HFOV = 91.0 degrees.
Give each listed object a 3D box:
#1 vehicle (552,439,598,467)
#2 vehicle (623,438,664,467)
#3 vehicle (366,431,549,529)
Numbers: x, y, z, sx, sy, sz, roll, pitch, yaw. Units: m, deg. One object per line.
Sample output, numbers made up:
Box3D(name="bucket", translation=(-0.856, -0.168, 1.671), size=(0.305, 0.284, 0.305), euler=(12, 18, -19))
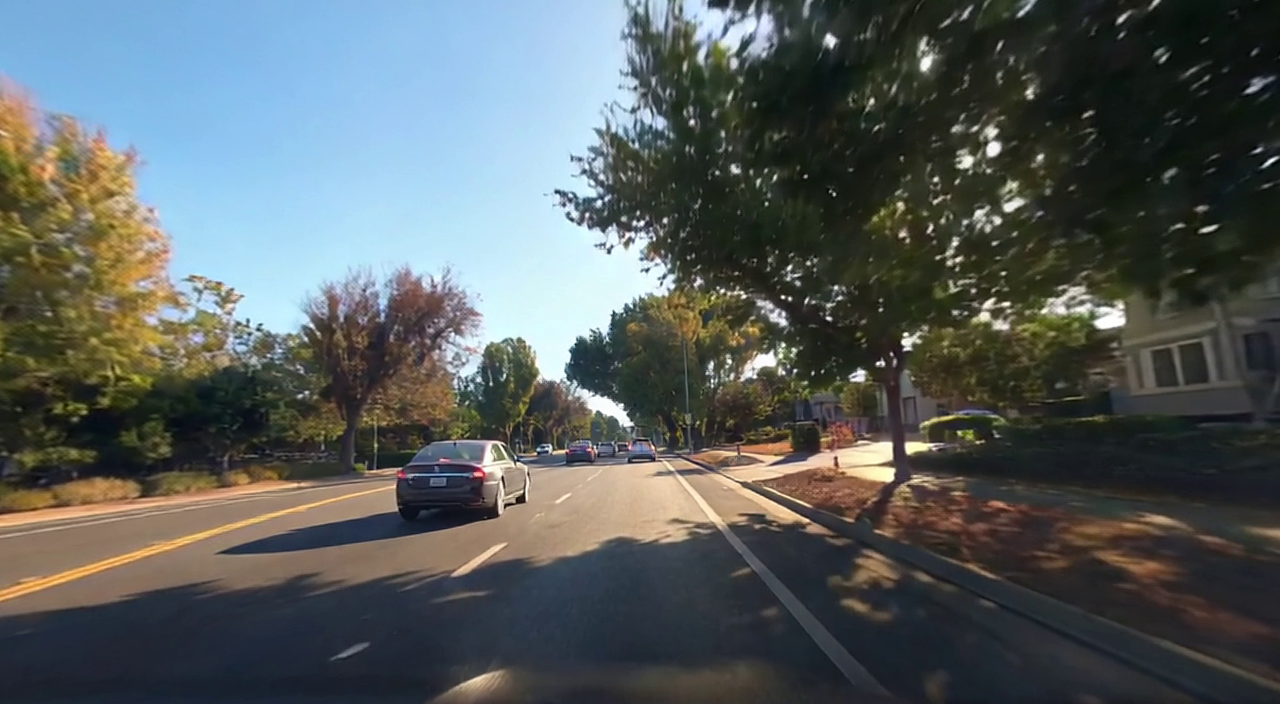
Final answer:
Box3D(name="vehicle", translation=(-3.573, 5.643, 35.365), size=(2.114, 1.500, 3.912), euler=(0, -8, 0))
Box3D(name="vehicle", translation=(0.177, 5.390, 33.879), size=(2.065, 1.456, 4.099), euler=(0, -8, 0))
Box3D(name="vehicle", translation=(-3.078, 2.260, 11.761), size=(2.030, 1.467, 4.403), euler=(0, -8, 1))
